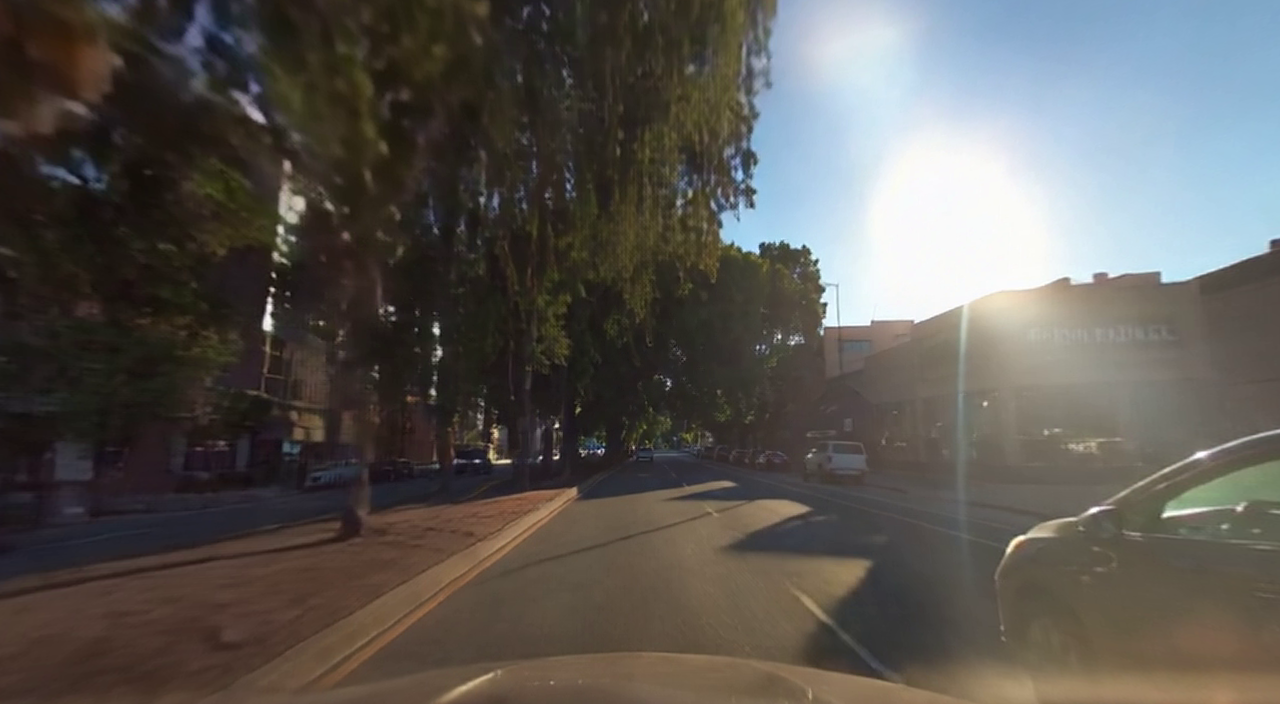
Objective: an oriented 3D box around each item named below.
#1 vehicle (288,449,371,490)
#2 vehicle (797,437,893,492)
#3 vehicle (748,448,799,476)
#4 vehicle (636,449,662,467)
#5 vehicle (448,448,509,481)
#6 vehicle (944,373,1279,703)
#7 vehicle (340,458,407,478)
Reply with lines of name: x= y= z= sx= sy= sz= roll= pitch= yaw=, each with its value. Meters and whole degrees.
vehicle: x=-15.877 y=6.012 z=32.554 sx=1.972 sy=1.898 sz=4.556 roll=0 pitch=-9 yaw=0
vehicle: x=7.496 y=4.136 z=23.560 sx=2.050 sy=1.838 sz=4.535 roll=0 pitch=-9 yaw=0
vehicle: x=7.576 y=6.268 z=36.216 sx=1.874 sy=1.438 sz=4.466 roll=0 pitch=-9 yaw=-1
vehicle: x=0.667 y=8.236 z=49.245 sx=1.945 sy=1.343 sz=3.827 roll=0 pitch=-9 yaw=0
vehicle: x=-8.240 y=5.756 z=32.533 sx=1.904 sy=1.537 sz=4.618 roll=0 pitch=-9 yaw=0
vehicle: x=2.835 y=0.804 z=1.726 sx=1.989 sy=1.498 sz=4.050 roll=0 pitch=-9 yaw=0
vehicle: x=-20.484 y=8.904 z=48.562 sx=4.336 sy=1.441 sz=1.813 roll=-1 pitch=-9 yaw=5
